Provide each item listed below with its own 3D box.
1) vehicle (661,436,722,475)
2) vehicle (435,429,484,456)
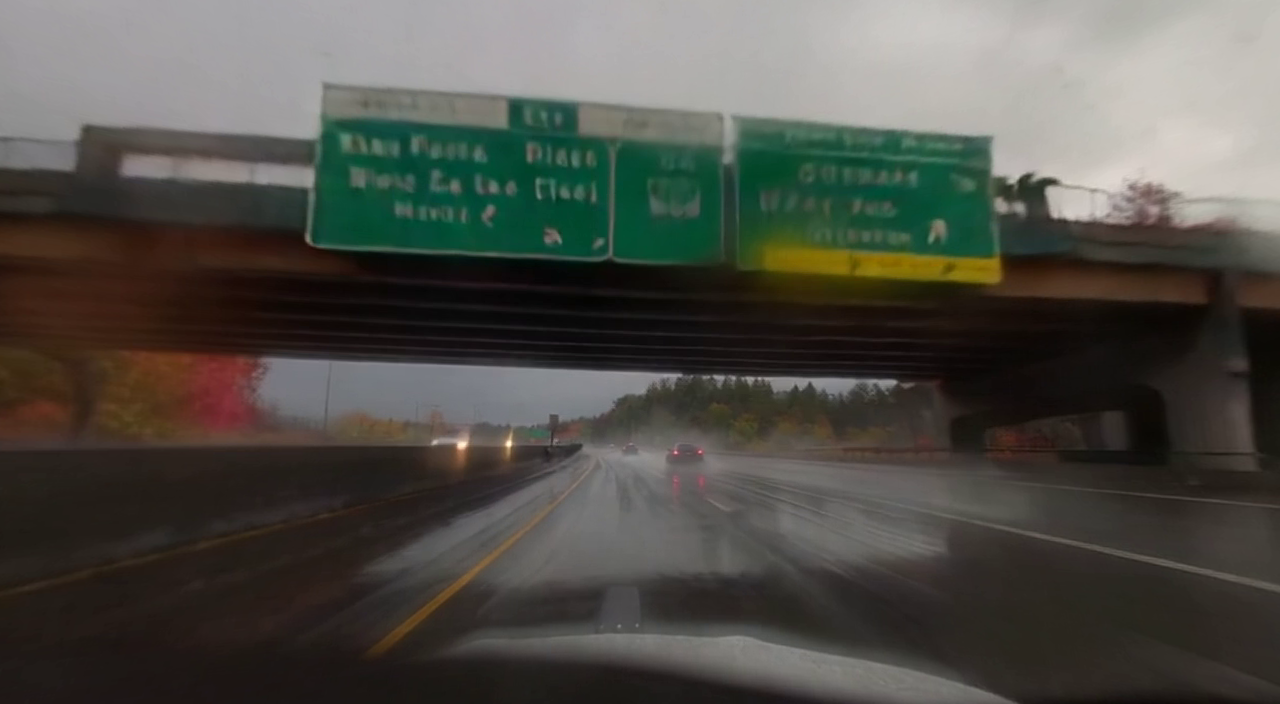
[{"bbox_3d":[2.305,4.801,29.173,2.337,1.633,4.222,0,-9,-2],"label":"vehicle"},{"bbox_3d":[-10.670,5.391,37.235,1.812,1.479,3.751,0,-9,-1],"label":"vehicle"}]
